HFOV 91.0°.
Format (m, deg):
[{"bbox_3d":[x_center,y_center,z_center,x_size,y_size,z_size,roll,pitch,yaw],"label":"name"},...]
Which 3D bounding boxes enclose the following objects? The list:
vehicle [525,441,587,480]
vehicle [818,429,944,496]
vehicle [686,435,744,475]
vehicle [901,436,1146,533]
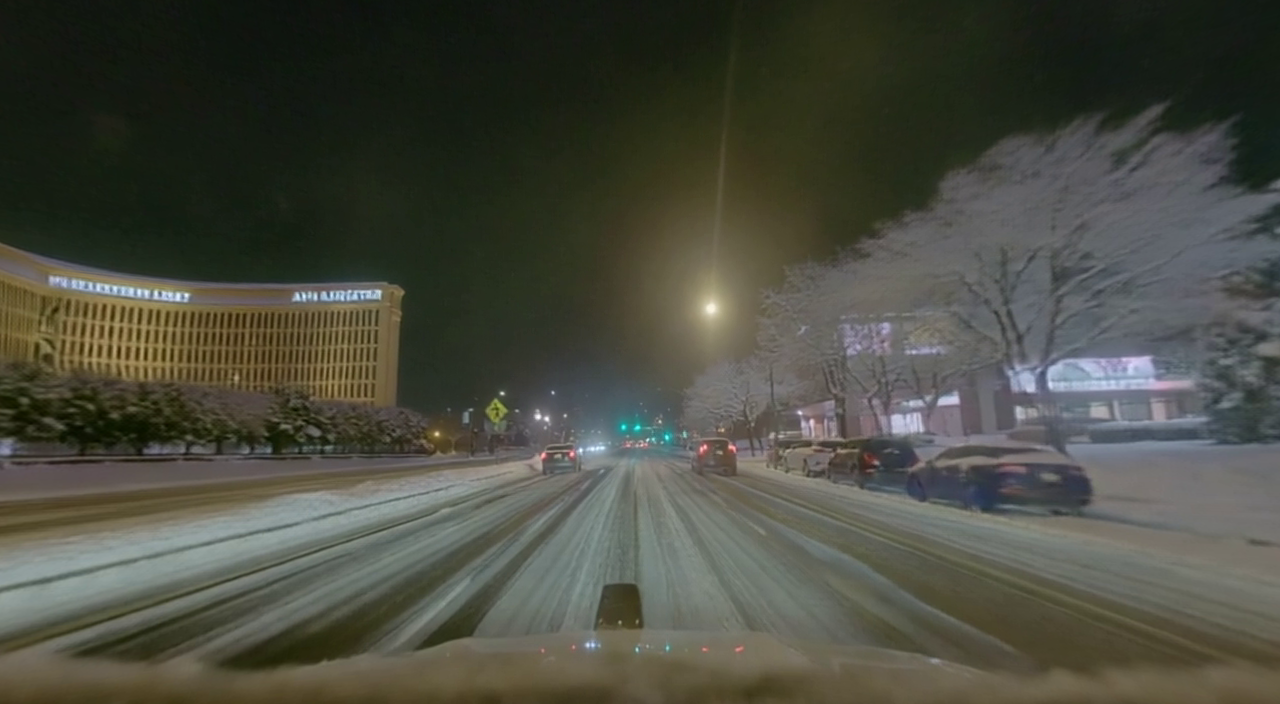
[{"bbox_3d":[-3.380,4.428,26.107,2.005,1.477,4.169,0,-8,0],"label":"vehicle"},{"bbox_3d":[6.992,3.246,18.849,2.039,1.749,4.193,0,-8,-1],"label":"vehicle"},{"bbox_3d":[3.441,4.843,29.821,2.083,1.743,4.354,0,-8,-2],"label":"vehicle"},{"bbox_3d":[6.916,2.401,12.132,1.876,1.478,4.670,0,-8,1],"label":"vehicle"}]
